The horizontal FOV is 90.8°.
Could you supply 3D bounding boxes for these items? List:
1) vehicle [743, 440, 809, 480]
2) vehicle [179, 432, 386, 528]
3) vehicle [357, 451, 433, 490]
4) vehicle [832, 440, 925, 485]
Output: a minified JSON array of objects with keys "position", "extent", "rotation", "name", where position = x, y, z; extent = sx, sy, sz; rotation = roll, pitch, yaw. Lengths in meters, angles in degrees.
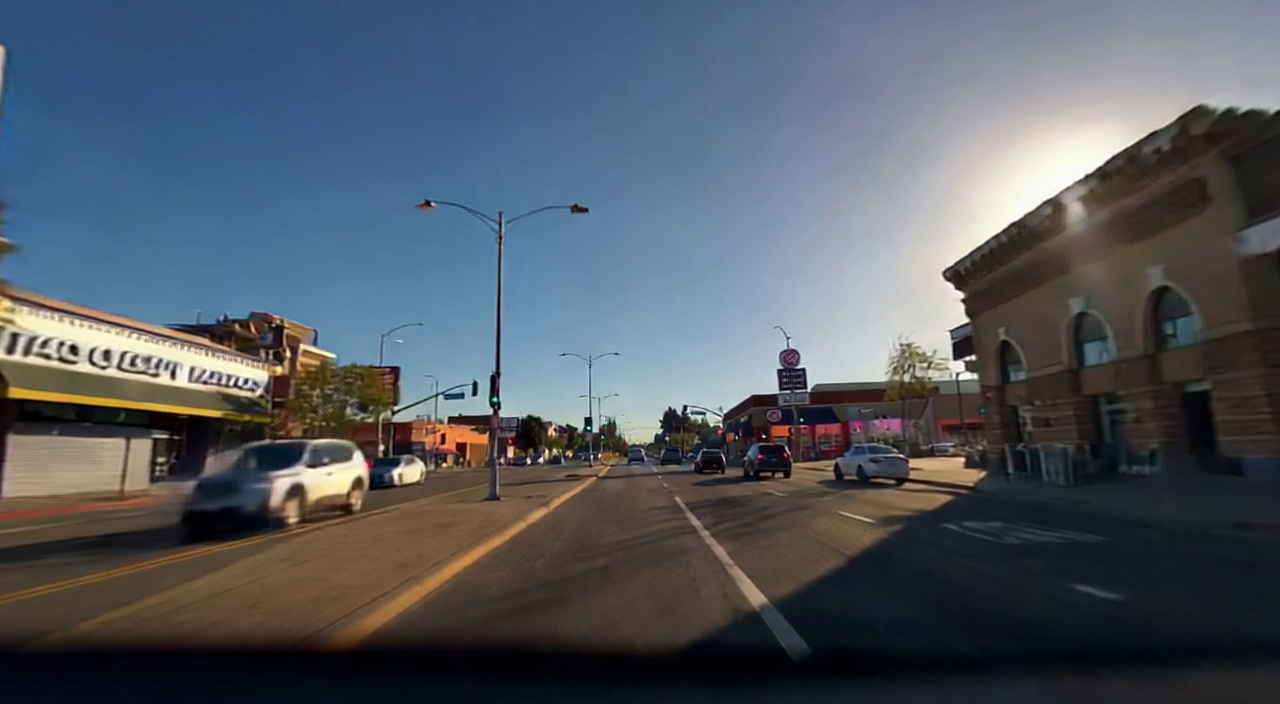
[{"position":[6.187,4.972,29.336],"extent":[1.974,1.679,4.611],"rotation":[0,-8,-1],"name":"vehicle"},{"position":[-7.789,2.798,14.491],"extent":[1.946,1.794,4.799],"rotation":[0,-8,0],"name":"vehicle"},{"position":[-10.815,5.230,28.192],"extent":[1.792,1.584,3.937],"rotation":[0,-9,0],"name":"vehicle"},{"position":[9.867,4.593,26.556],"extent":[2.019,1.694,4.491],"rotation":[0,-8,-2],"name":"vehicle"}]
